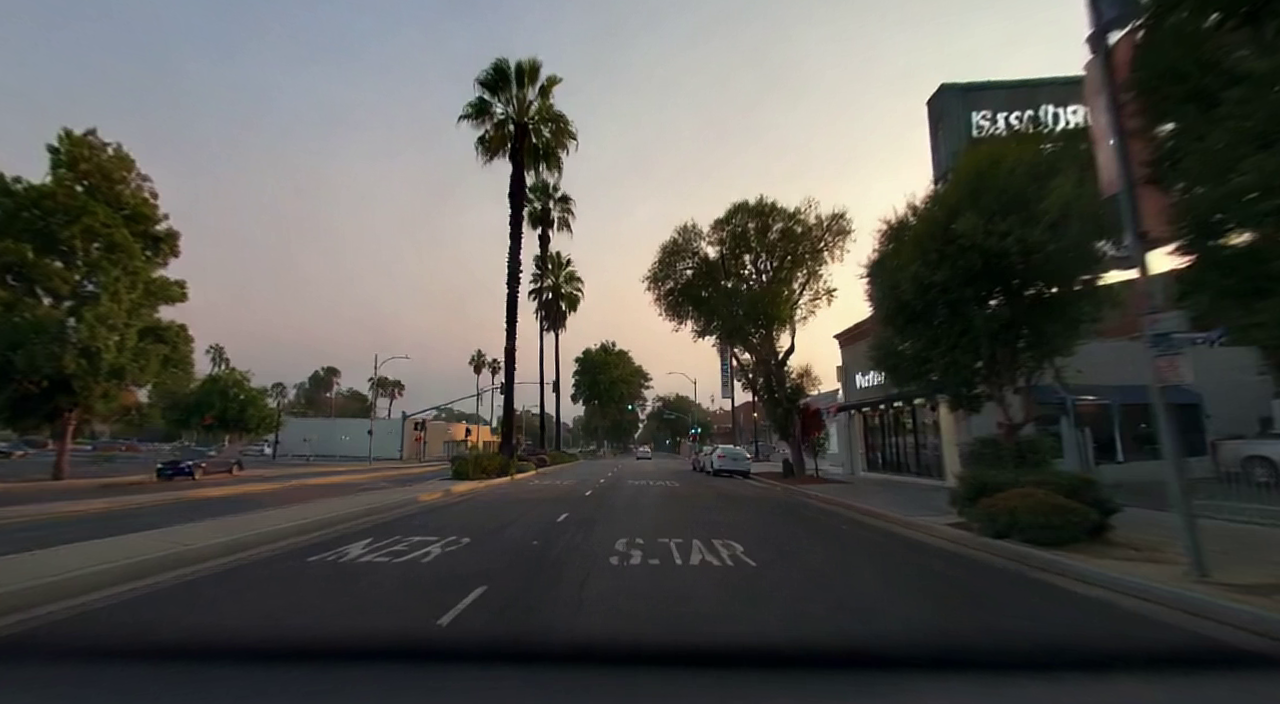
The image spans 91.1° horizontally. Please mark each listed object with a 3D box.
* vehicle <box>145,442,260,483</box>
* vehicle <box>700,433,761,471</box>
[{"bbox_3d":[-20.331,5.196,29.466,2.097,1.772,4.576,0,-10,-1],"label":"vehicle"},{"bbox_3d":[4.264,4.807,30.292,2.089,1.652,4.668,2,-9,-2],"label":"vehicle"}]
